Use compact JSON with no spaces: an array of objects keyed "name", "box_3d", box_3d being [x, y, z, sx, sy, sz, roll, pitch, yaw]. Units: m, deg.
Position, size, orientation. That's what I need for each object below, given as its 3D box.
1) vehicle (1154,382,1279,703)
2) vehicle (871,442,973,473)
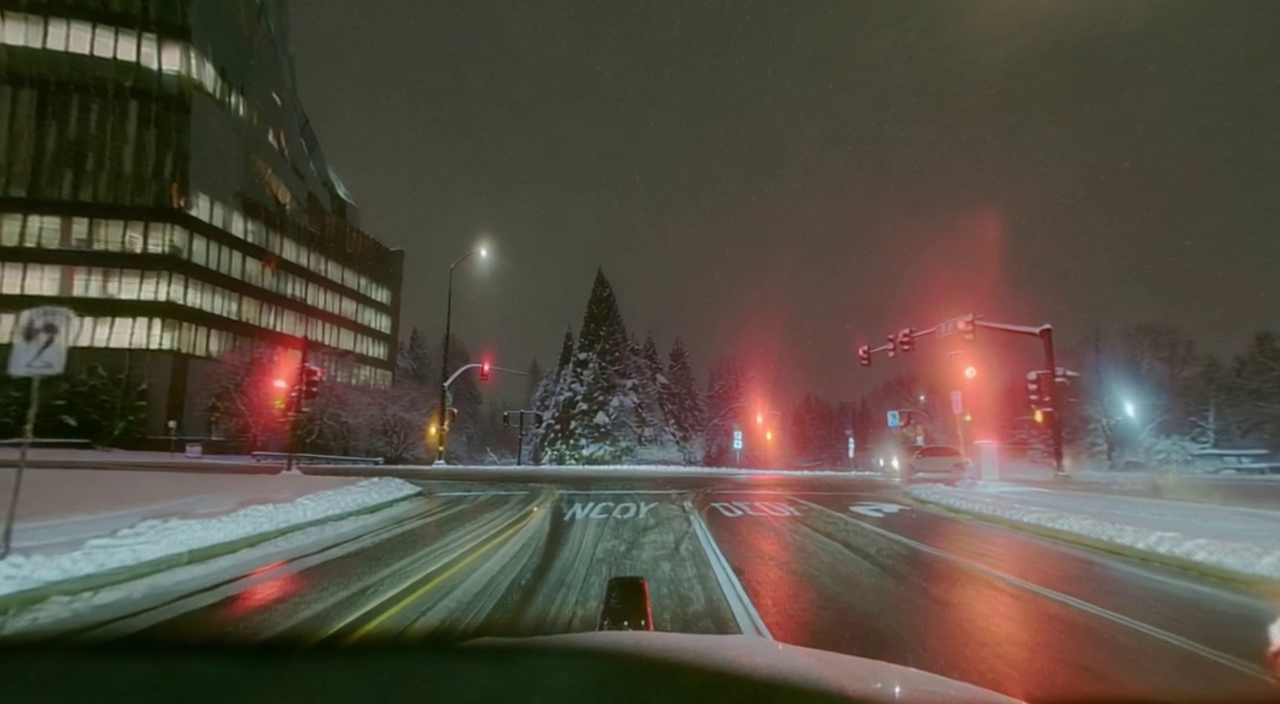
[{"name":"vehicle","box_3d":[3.212,0.606,0.231,2.036,1.583,4.911,-1,-8,2]},{"name":"vehicle","box_3d":[15.806,5.929,35.524,4.715,1.671,2.030,0,-8,0]}]
